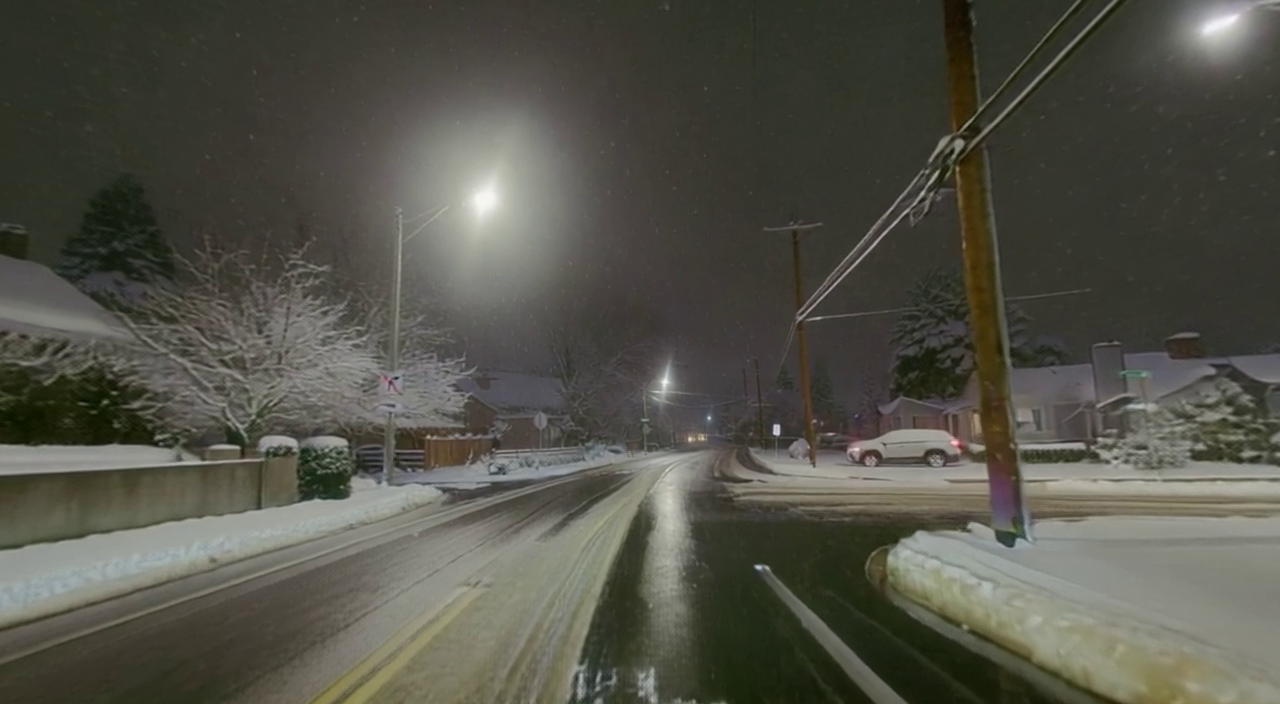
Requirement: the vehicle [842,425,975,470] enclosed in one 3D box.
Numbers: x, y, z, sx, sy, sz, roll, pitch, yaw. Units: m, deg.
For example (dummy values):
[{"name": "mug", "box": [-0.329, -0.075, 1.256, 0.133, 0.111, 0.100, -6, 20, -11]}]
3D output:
[{"name": "vehicle", "box": [10.972, 3.951, 26.082, 4.614, 1.764, 1.860, -1, -9, 6]}]
